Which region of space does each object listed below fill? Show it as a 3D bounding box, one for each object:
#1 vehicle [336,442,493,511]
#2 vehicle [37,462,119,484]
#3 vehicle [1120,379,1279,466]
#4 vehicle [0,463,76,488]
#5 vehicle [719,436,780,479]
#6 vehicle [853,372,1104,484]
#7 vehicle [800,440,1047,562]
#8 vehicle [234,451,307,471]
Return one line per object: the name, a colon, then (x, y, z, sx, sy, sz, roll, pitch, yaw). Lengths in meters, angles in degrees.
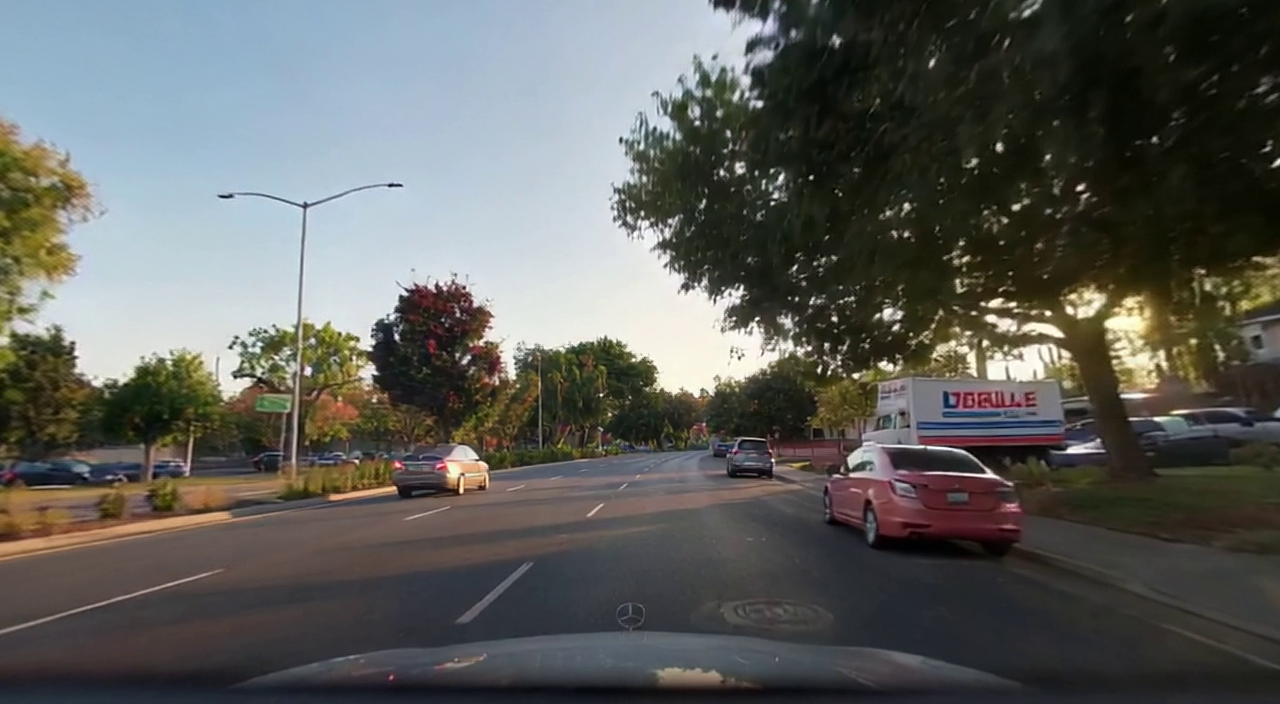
vehicle: (-5.471, 3.054, 16.091, 2.060, 1.473, 4.645, 0, -8, 3)
vehicle: (-42.892, 9.234, 48.214, 4.227, 1.397, 1.828, -1, -10, -12)
vehicle: (23.631, 2.775, 24.829, 7.126, 3.124, 2.933, 0, -9, -6)
vehicle: (-42.674, 8.542, 43.802, 4.603, 1.577, 2.157, 1, -8, -8)
vehicle: (4.696, 4.591, 27.714, 2.064, 1.697, 4.718, 0, -8, 3)
vehicle: (11.759, 2.695, 22.293, 7.138, 3.310, 2.943, -2, -9, -9)
vehicle: (3.873, 2.068, 9.610, 1.849, 1.393, 4.377, 0, -8, 2)
vehicle: (-29.101, 8.597, 49.720, 4.481, 1.441, 1.960, 2, -9, -8)
